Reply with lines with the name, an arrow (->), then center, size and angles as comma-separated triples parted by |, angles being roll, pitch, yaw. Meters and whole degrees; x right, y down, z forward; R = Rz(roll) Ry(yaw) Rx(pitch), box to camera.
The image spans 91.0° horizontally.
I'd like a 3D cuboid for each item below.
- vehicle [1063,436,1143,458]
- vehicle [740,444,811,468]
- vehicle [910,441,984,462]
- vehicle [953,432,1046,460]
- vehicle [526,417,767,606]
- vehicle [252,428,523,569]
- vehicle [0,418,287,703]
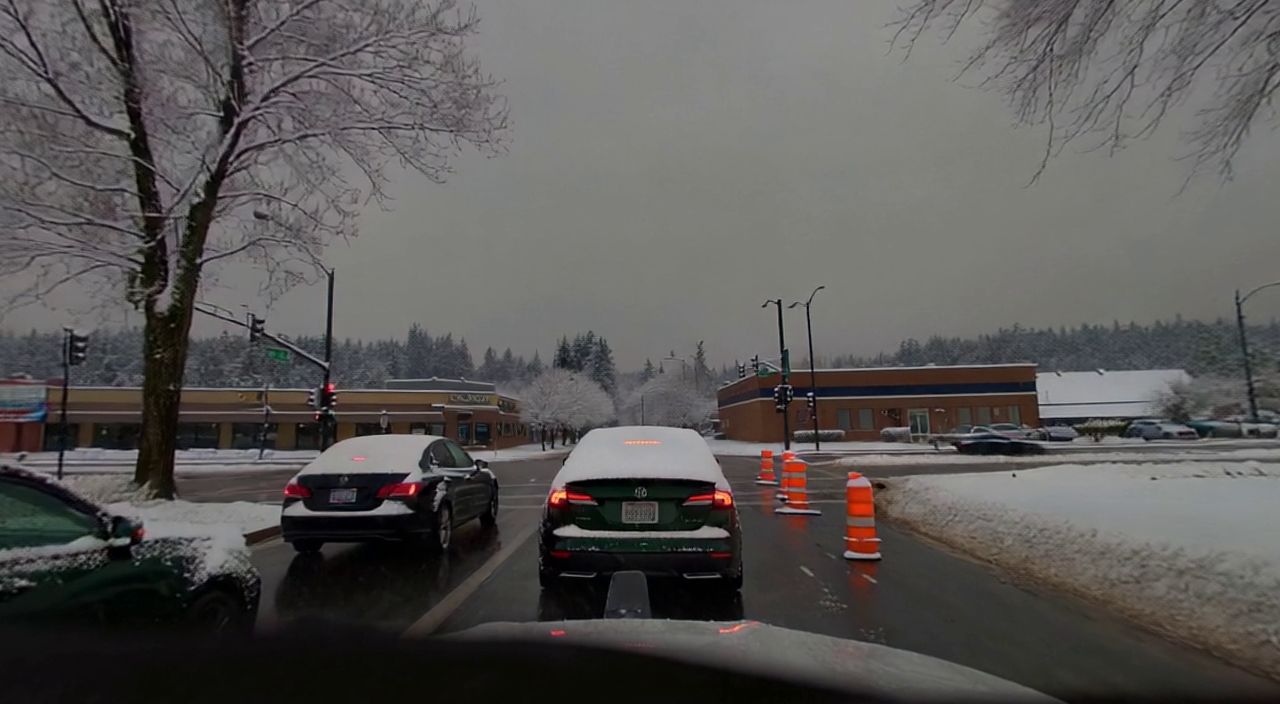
vehicle -> 36.696, 7.547, 49.946 | 4.791, 1.635, 1.857 | 0, -9, 1
vehicle -> 9.004, 6.856, 41.756 | 4.463, 1.482, 1.808 | -2, -9, 15
vehicle -> 23.014, 7.456, 47.263 | 4.581, 1.480, 1.752 | 0, -9, 0
vehicle -> 23.122, 6.076, 40.638 | 4.805, 1.688, 1.923 | 0, -9, 2
vehicle -> 0.101, 1.624, 7.210 | 2.021, 1.560, 3.676 | 0, -9, 1
vehicle -> -3.284, 2.003, 9.460 | 1.989, 1.541, 4.626 | 0, -9, 2
vehicle -> -3.605, 0.954, 2.154 | 1.964, 1.497, 4.722 | 0, -9, 1
